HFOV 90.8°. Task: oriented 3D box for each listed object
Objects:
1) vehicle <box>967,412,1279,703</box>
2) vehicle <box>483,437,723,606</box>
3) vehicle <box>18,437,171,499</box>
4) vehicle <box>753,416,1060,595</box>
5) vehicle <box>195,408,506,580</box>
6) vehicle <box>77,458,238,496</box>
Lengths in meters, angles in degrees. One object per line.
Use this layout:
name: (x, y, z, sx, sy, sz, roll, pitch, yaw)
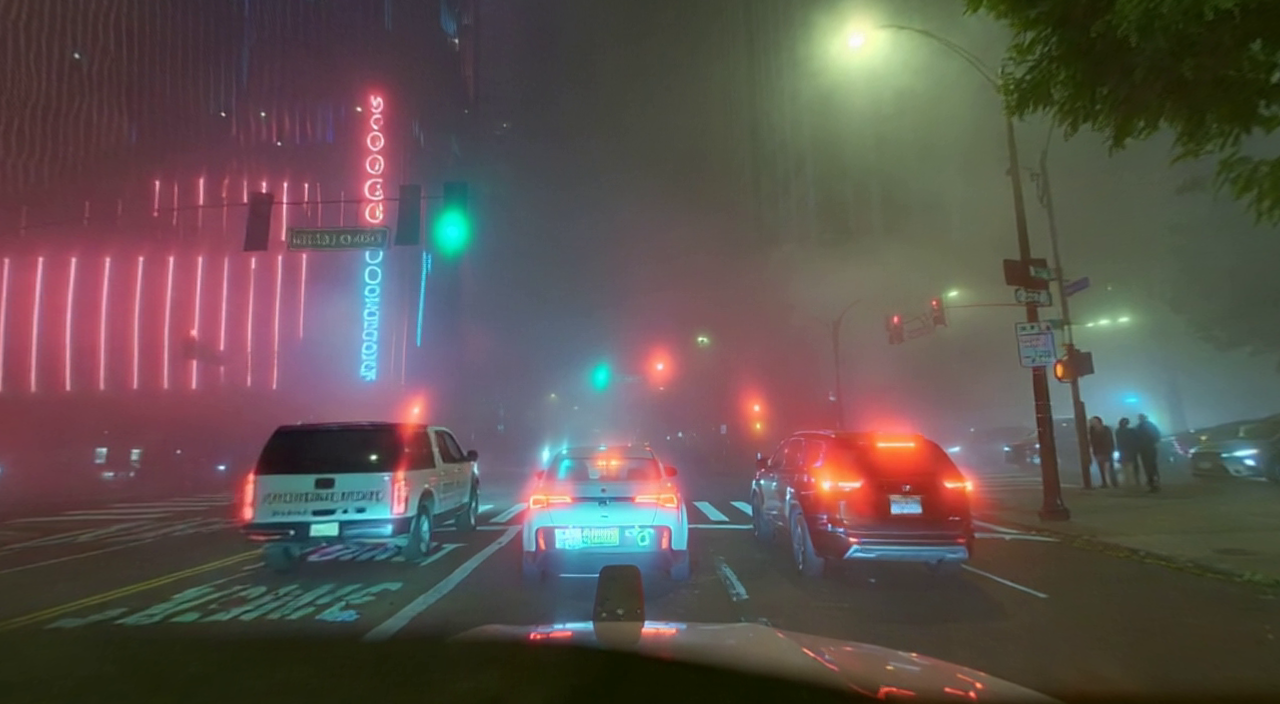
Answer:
vehicle: (2.737, 0.807, 1.116, 1.902, 1.454, 4.540, 0, -8, 0)
vehicle: (-0.355, 1.789, 7.656, 2.092, 1.454, 4.132, 0, -8, -1)
vehicle: (-30.877, 6.523, 35.938, 5.896, 3.276, 2.809, 1, -8, 1)
vehicle: (3.034, 1.849, 8.616, 2.072, 1.735, 4.759, 0, -8, 0)
vehicle: (-3.684, 1.920, 9.510, 2.190, 1.840, 5.272, 0, -8, 0)
vehicle: (-20.261, 5.246, 26.710, 5.153, 1.449, 1.966, 0, -8, 0)
